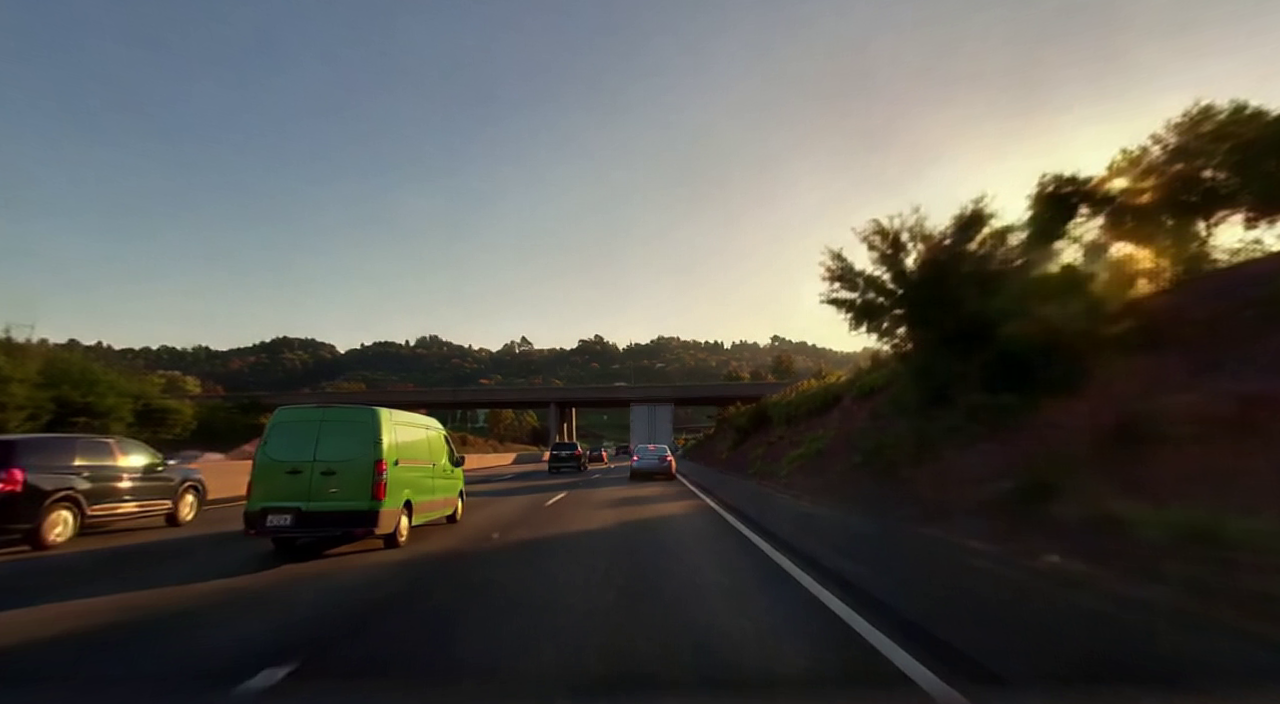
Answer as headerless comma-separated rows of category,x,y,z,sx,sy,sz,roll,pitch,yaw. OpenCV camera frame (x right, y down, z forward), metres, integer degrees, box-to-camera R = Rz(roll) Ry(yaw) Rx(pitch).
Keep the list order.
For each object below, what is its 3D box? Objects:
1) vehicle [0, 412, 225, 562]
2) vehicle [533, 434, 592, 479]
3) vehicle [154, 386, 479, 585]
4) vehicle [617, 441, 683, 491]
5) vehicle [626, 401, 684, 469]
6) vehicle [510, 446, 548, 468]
vehicle,-8.268,1.770,8.708,2.093,1.675,4.233,0,-9,1
vehicle,-3.411,4.699,28.541,2.068,1.862,4.234,0,-9,1
vehicle,-3.587,1.571,8.037,1.951,1.882,3.979,0,-9,0
vehicle,0.302,3.728,20.900,1.991,1.507,3.391,0,-9,0
vehicle,0.649,6.176,45.324,3.289,3.822,18.653,0,-9,-1
vehicle,-7.789,7.398,44.522,1.886,1.414,4.028,0,-9,1
